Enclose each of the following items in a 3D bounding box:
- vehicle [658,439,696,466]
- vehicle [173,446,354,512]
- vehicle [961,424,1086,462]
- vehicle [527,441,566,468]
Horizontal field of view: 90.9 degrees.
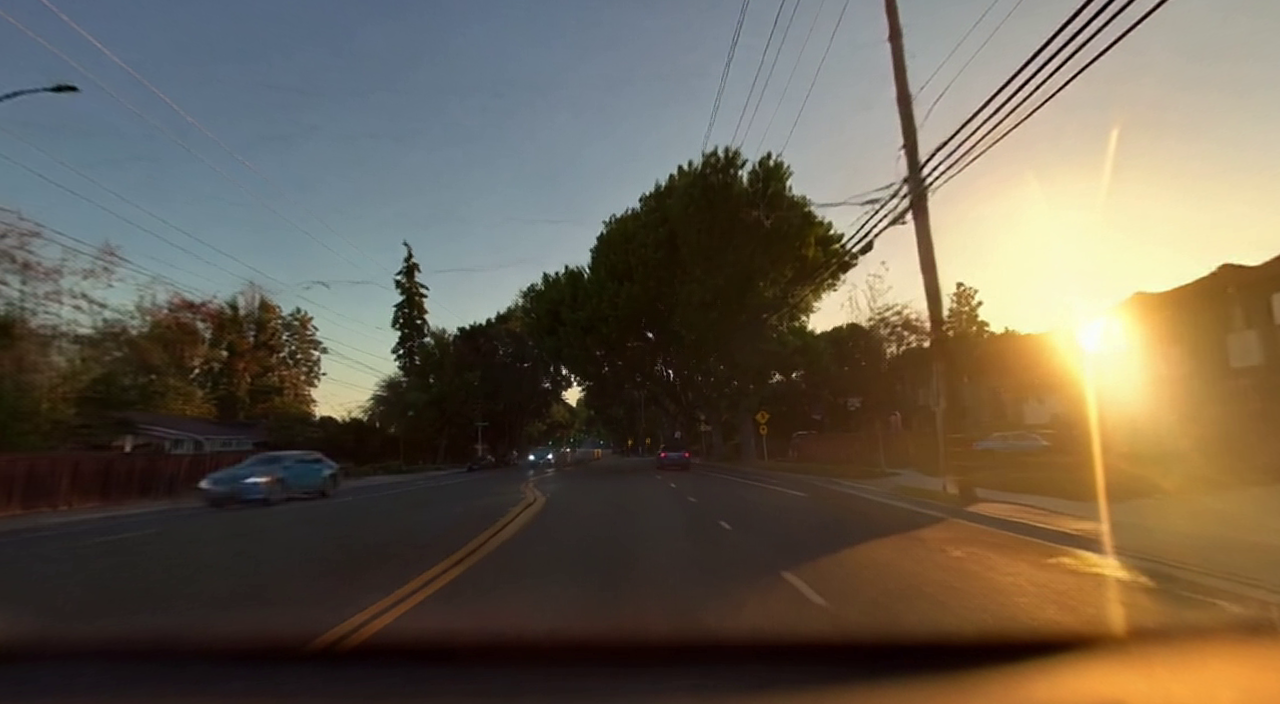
[{"bbox_3d":[2.577,7.180,45.131,2.144,1.843,4.827,0,-9,-4],"label":"vehicle"},{"bbox_3d":[-9.976,3.353,17.255,2.050,1.536,4.537,-1,-9,2],"label":"vehicle"},{"bbox_3d":[18.128,4.338,29.969,4.766,1.493,2.076,-9,-11,31],"label":"vehicle"},{"bbox_3d":[-6.719,7.424,45.749,2.127,1.725,4.366,-3,-9,0],"label":"vehicle"}]
